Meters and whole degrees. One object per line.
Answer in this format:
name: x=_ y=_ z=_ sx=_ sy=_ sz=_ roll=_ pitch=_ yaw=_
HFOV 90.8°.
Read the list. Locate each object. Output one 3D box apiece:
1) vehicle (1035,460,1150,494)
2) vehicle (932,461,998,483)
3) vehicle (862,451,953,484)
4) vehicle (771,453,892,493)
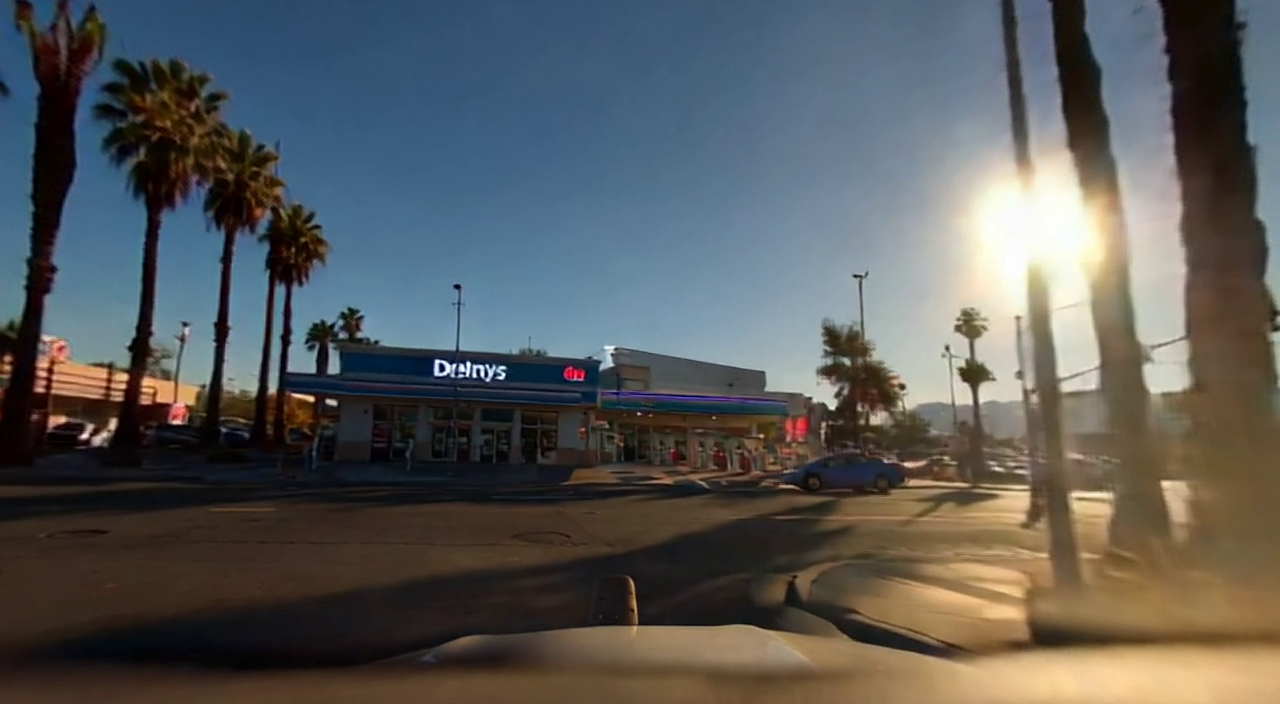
vehicle: x=29.393 y=8.104 z=41.331 sx=2.490 sy=1.958 sz=5.823 roll=4 pitch=-10 yaw=-12
vehicle: x=24.856 y=9.195 z=48.539 sx=2.074 sy=1.480 sz=4.369 roll=4 pitch=-10 yaw=-14
vehicle: x=16.682 y=7.194 z=39.470 sx=4.880 sy=1.754 sz=2.202 roll=2 pitch=-4 yaw=-14
vehicle: x=8.036 y=5.101 z=26.679 sx=4.570 sy=1.480 sz=1.873 roll=3 pitch=-8 yaw=-11
